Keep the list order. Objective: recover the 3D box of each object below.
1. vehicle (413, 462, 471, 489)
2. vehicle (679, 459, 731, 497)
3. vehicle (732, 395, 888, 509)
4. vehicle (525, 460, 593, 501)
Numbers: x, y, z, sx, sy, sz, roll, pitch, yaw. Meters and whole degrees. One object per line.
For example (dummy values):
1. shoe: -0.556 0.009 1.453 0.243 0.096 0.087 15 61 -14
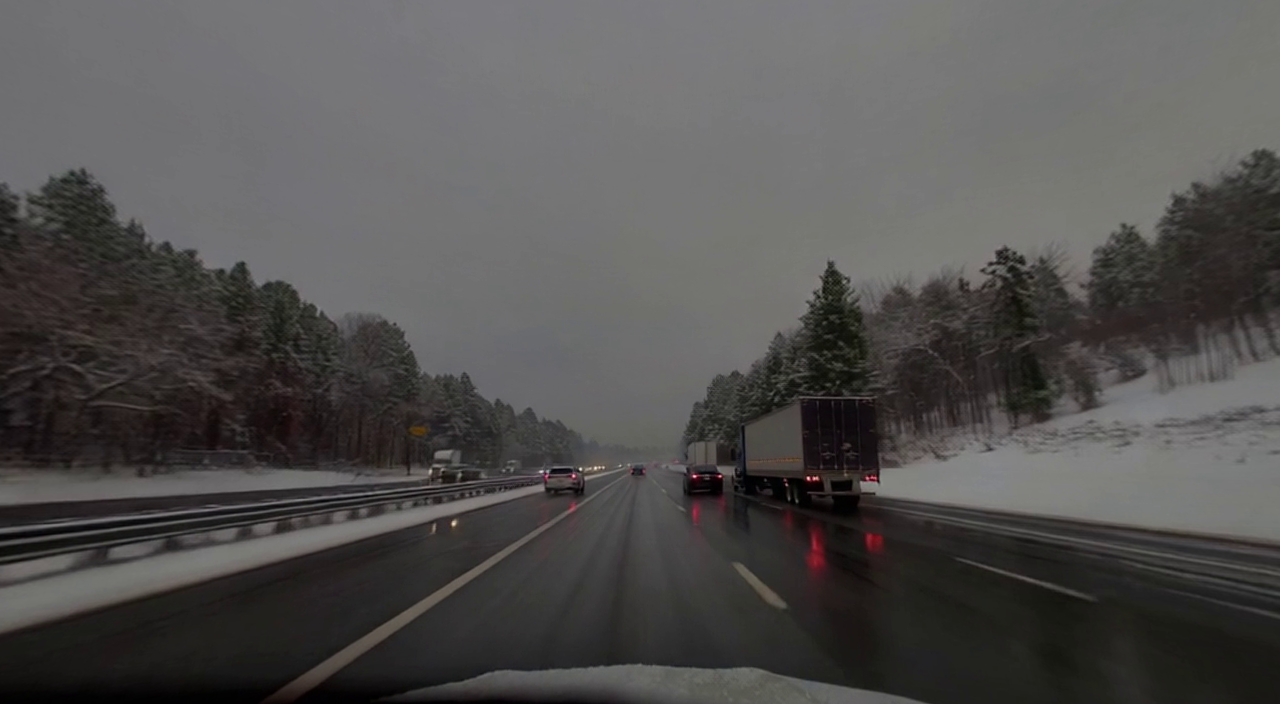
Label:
1. vehicle: -11.668 7.317 37.310 1.870 1.474 4.645 1 -10 0
2. vehicle: 3.216 6.372 31.929 2.050 1.708 4.457 1 -10 -1
3. vehicle: 7.453 5.208 31.636 2.861 4.086 17.499 1 -10 -1
4. vehicle: -3.269 5.321 26.258 2.065 1.485 4.682 1 -10 2
